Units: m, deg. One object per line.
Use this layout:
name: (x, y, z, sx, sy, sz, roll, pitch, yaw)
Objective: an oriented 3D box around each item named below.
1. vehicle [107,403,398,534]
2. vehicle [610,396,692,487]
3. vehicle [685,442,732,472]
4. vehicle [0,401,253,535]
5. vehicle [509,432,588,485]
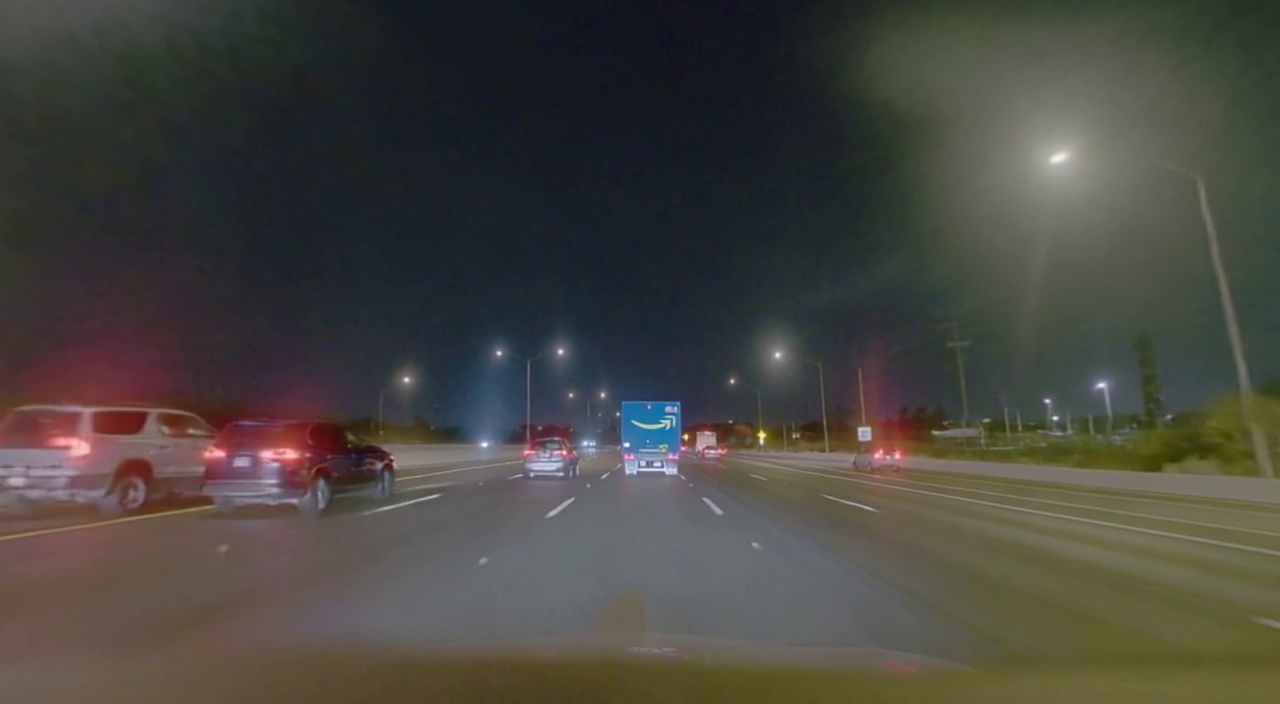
vehicle: (-6.577, 2.054, 11.672, 2.101, 1.858, 5.071, 0, -9, 1)
vehicle: (0.314, 3.156, 22.095, 2.456, 2.705, 6.251, 0, -9, 0)
vehicle: (3.628, 5.664, 34.185, 1.970, 1.499, 4.491, 1, -9, -1)
vehicle: (-10.217, 2.012, 11.430, 2.454, 1.857, 6.221, 0, -9, 0)
vehicle: (-3.104, 3.717, 22.240, 2.095, 1.688, 4.188, 0, -9, 1)
